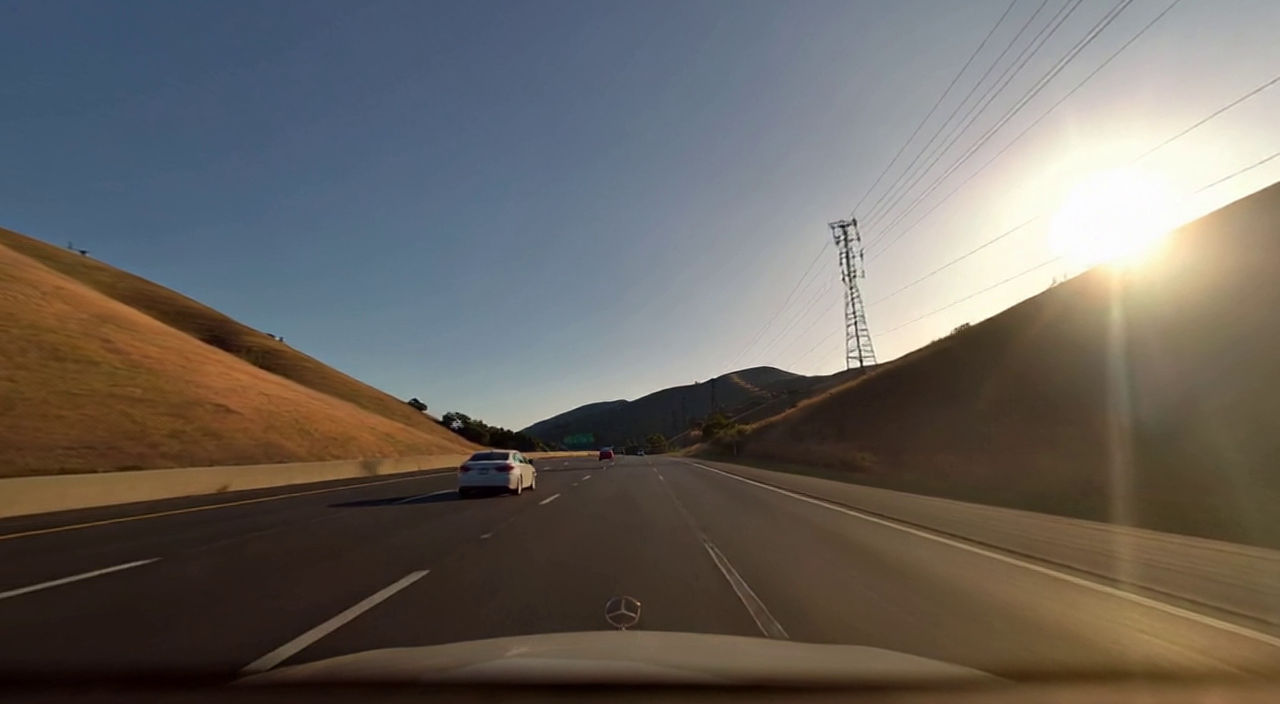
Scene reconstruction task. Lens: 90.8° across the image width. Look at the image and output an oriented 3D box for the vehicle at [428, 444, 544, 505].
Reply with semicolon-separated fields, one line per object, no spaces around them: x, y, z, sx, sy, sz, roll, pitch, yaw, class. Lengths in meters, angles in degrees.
-4.246;3.458;18.369;2.064;1.489;4.966;0;-9;1;vehicle
